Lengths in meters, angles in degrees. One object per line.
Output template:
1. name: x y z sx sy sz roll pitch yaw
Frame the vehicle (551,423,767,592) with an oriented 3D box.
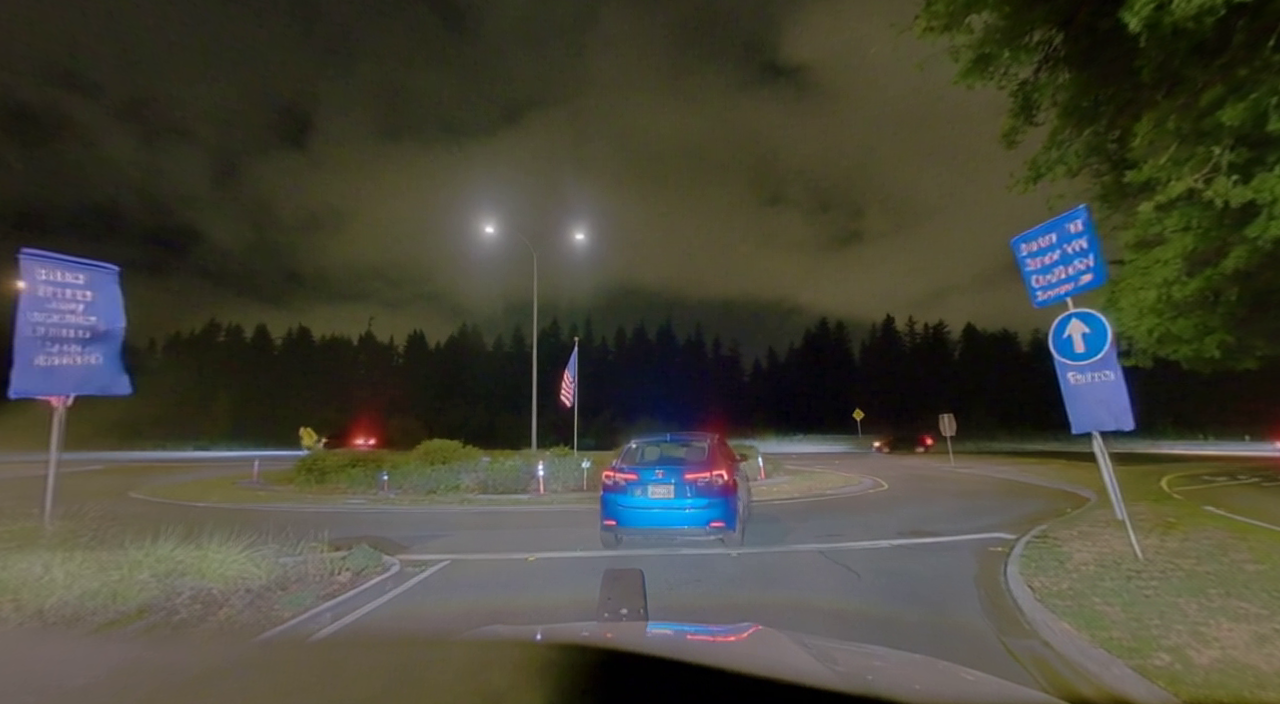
1. vehicle: 0.540 1.842 8.289 2.078 1.607 4.010 -2 -9 12
